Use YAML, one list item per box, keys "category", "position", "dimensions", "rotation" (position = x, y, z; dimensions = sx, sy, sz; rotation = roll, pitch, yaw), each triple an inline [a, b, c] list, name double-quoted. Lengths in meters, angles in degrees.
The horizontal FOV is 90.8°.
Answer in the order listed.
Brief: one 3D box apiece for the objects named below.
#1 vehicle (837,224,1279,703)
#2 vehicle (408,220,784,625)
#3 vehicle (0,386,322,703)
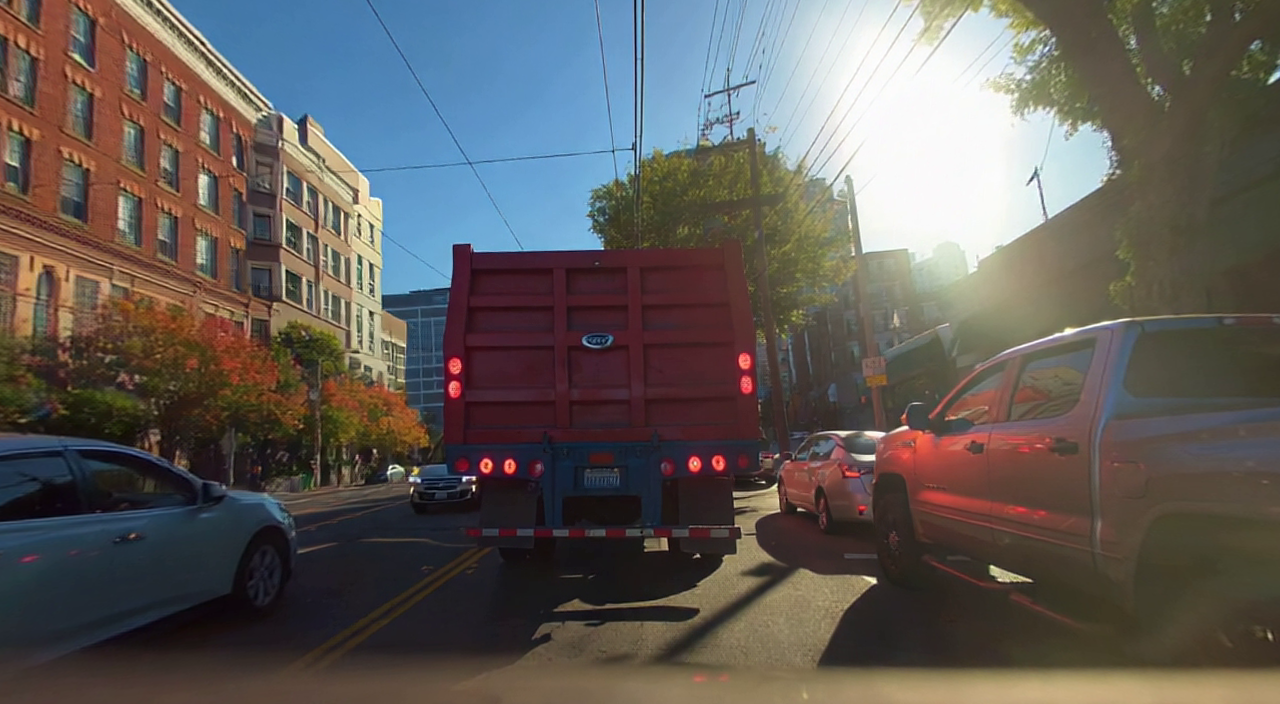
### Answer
- category: "vehicle"
  position: [3.238, 0.845, 3.863]
  dimensions: [2.242, 1.979, 5.722]
  rotation: [0, -8, 0]
- category: "vehicle"
  position: [-0.237, 1.101, 9.139]
  dimensions: [2.878, 3.204, 8.244]
  rotation: [0, -8, 2]
- category: "vehicle"
  position: [-4.126, 1.122, 3.861]
  dimensions: [1.988, 1.657, 4.492]
  rotation: [0, -8, 0]
